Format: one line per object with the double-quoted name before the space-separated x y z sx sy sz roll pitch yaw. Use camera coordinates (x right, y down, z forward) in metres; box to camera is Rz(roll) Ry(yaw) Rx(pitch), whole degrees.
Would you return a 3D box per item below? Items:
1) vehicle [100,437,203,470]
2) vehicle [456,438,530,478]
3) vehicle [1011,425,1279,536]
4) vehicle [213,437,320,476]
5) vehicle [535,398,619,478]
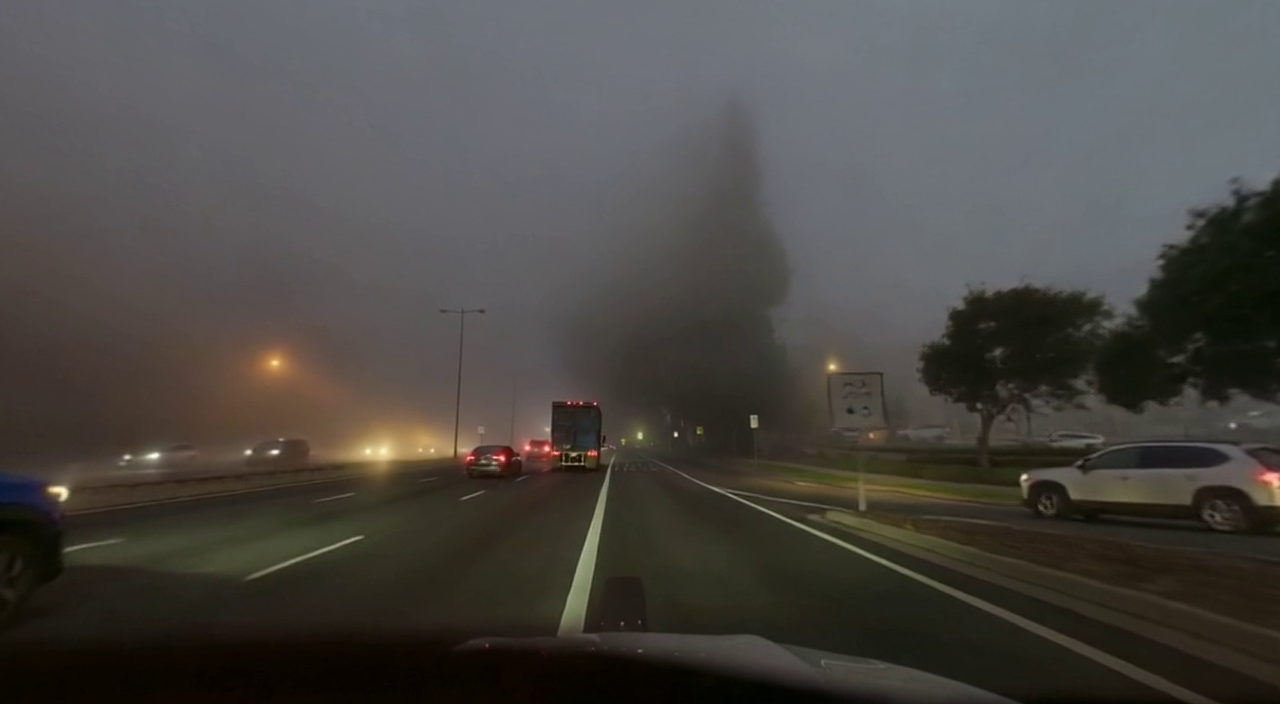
"vehicle" -32.524 6.802 42.118 2.239 2.033 5.849 0 -9 -1
"vehicle" -5.809 4.234 25.292 2.023 1.483 4.143 0 -9 -1
"vehicle" 9.834 2.238 11.429 2.140 1.685 4.720 6 -10 -34
"vehicle" -15.719 4.412 26.786 2.026 1.523 4.584 1 -9 -5
"vehicle" -2.511 3.782 27.397 2.993 3.051 6.692 0 -9 -1
